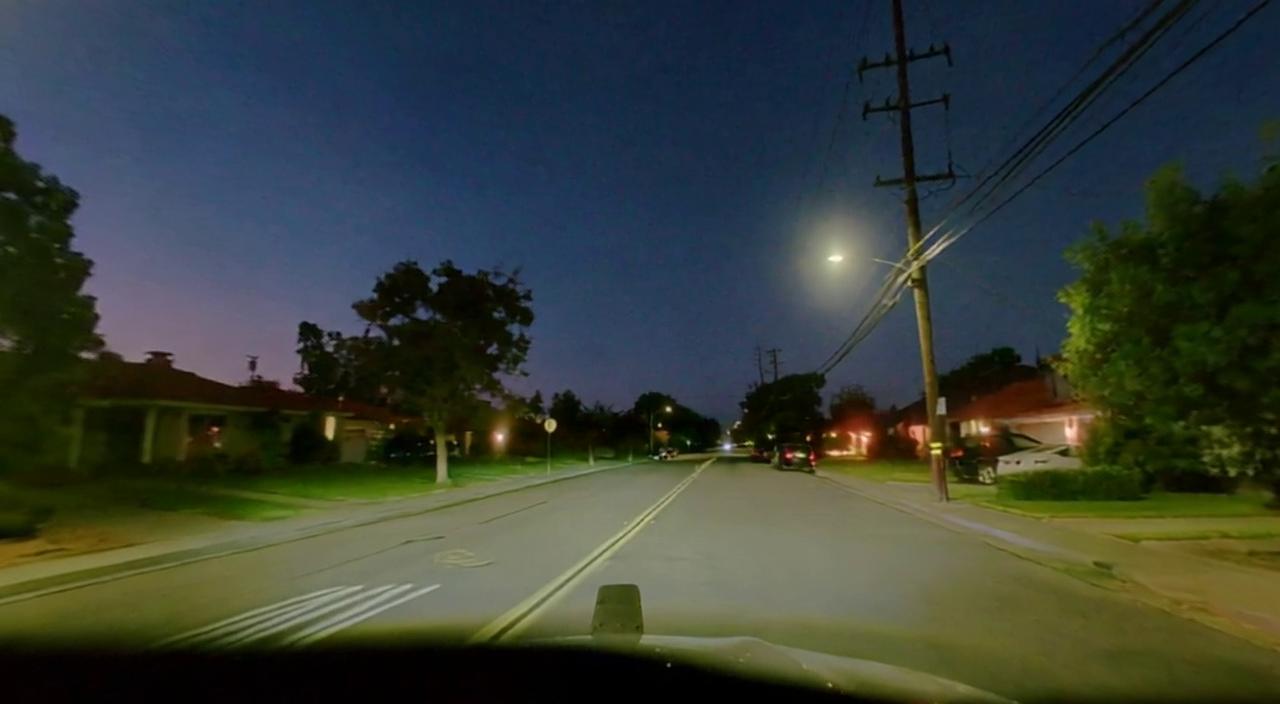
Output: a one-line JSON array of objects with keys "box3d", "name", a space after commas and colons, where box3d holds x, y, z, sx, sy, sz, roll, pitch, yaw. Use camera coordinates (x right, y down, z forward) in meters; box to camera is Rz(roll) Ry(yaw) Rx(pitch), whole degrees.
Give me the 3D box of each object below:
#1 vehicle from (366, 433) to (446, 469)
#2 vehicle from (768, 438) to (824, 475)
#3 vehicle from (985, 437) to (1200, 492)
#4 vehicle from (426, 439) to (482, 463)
[{"box3d": [-12.892, 5.521, 35.228, 2.034, 1.829, 5.161, -1, -9, 6], "name": "vehicle"}, {"box3d": [8.465, 5.731, 34.773, 2.114, 1.858, 5.144, -1, -9, 4], "name": "vehicle"}, {"box3d": [13.075, 3.276, 18.576, 4.625, 1.501, 2.011, -1, -9, 8], "name": "vehicle"}, {"box3d": [-14.527, 7.806, 49.620, 2.139, 1.746, 5.099, -3, -10, 10], "name": "vehicle"}]
